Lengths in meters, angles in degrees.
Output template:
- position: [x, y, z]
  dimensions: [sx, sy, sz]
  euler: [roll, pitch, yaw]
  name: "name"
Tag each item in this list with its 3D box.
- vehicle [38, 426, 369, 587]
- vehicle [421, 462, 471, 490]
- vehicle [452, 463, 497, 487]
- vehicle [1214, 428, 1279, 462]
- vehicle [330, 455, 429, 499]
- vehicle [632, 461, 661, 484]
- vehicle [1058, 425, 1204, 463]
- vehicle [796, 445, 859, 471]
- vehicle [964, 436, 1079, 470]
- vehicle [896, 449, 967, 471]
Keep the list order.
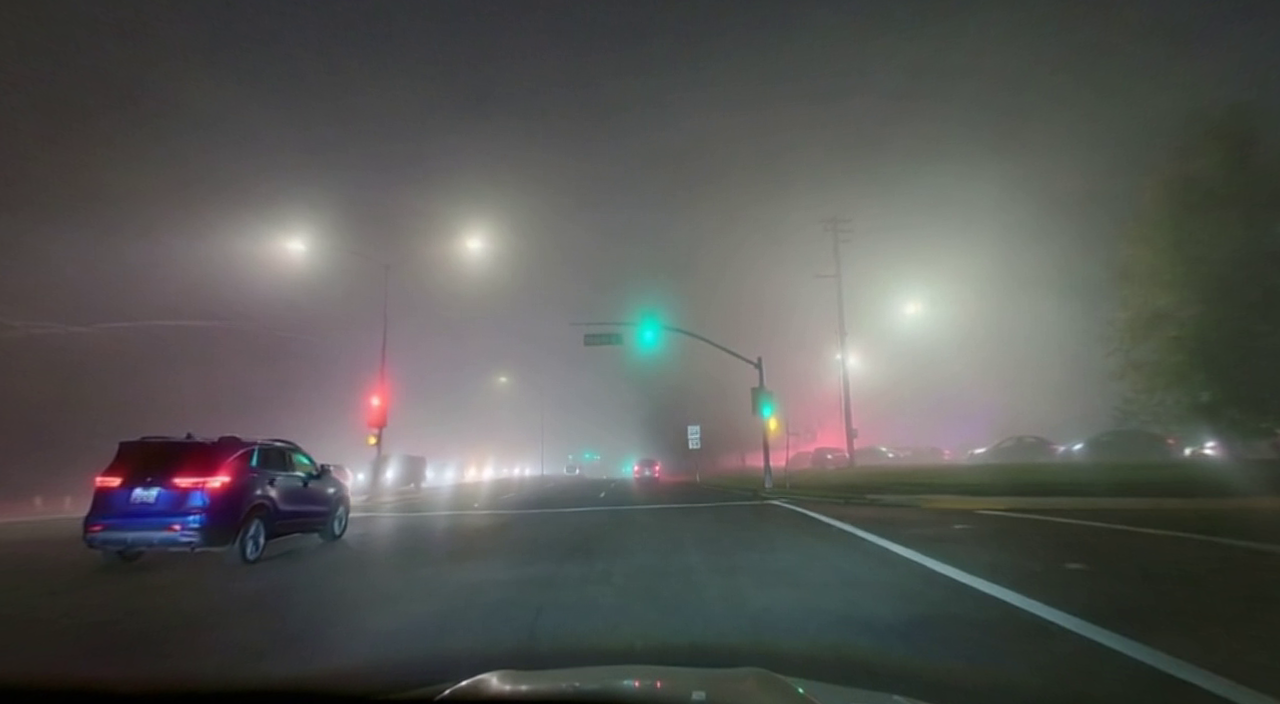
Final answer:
- position: [-6.181, 2.166, 9.767]
  dimensions: [2.027, 1.908, 4.273]
  euler: [0, -8, 0]
  name: "vehicle"
- position: [-11.994, 7.672, 39.204]
  dimensions: [1.871, 1.539, 3.929]
  euler: [0, -8, 0]
  name: "vehicle"
- position: [-12.175, 9.098, 46.711]
  dimensions: [2.077, 1.505, 4.714]
  euler: [0, -8, 0]
  name: "vehicle"
- position: [30.585, 4.427, 30.160]
  dimensions: [1.906, 1.551, 3.992]
  euler: [3, -10, -31]
  name: "vehicle"
- position: [-12.139, 5.842, 29.925]
  dimensions: [2.167, 1.799, 5.682]
  euler: [0, -8, 1]
  name: "vehicle"
- position: [0.439, 8.913, 46.753]
  dimensions: [2.091, 1.494, 3.962]
  euler: [0, -8, 0]
  name: "vehicle"
- position: [21.027, 3.981, 27.204]
  dimensions: [1.876, 1.465, 4.500]
  euler: [4, -9, -26]
  name: "vehicle"
- position: [13.355, 7.535, 45.160]
  dimensions: [1.950, 1.697, 4.906]
  euler: [2, -9, -15]
  name: "vehicle"
- position: [18.973, 5.001, 31.576]
  dimensions: [1.947, 1.477, 4.661]
  euler: [4, -7, -21]
  name: "vehicle"
- position: [21.792, 8.149, 47.377]
  dimensions: [1.933, 1.487, 5.136]
  euler: [1, -10, -14]
  name: "vehicle"
